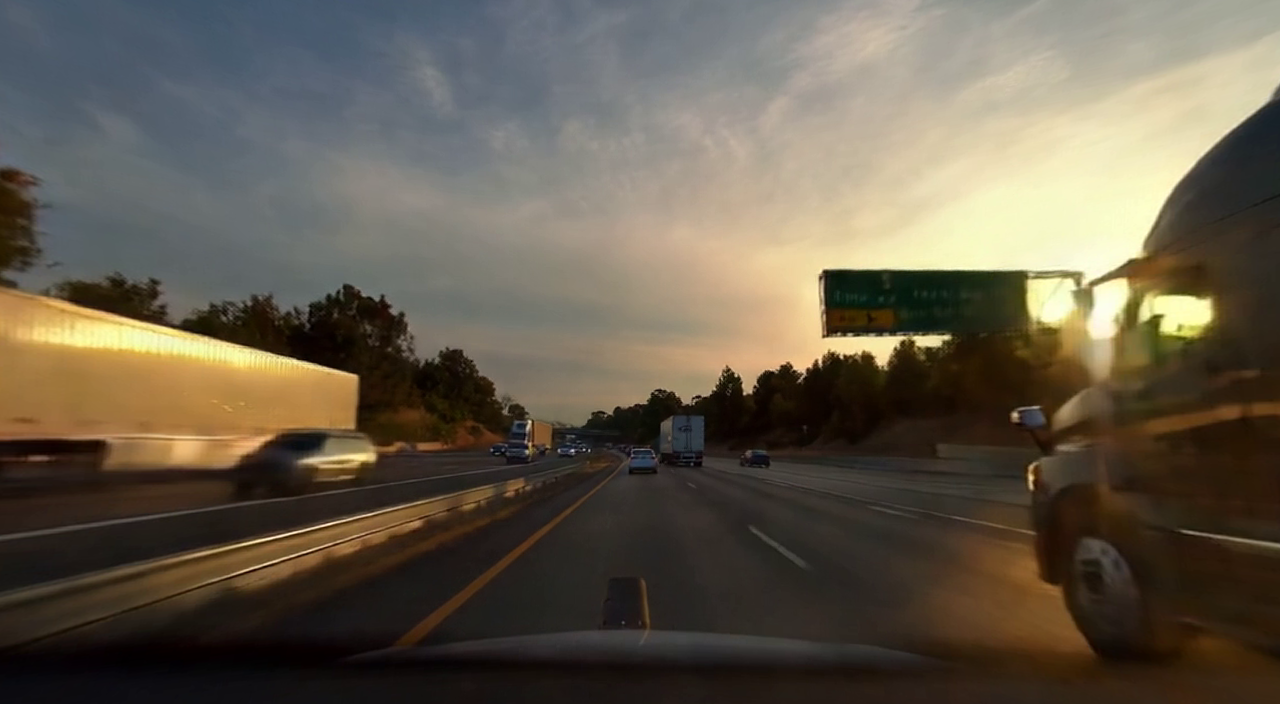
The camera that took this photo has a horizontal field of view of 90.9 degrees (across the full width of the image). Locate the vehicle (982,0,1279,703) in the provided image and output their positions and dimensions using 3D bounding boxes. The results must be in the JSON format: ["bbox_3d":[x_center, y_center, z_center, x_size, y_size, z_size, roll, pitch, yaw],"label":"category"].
[{"bbox_3d":[3.754,-0.007,0.615,2.975,2.936,6.573,0,-9,-1],"label":"vehicle"}]

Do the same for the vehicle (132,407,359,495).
[{"bbox_3d":[-7.984,2.095,13.385,2.003,1.558,4.213,0,-9,1],"label":"vehicle"}]

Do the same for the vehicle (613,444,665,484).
[{"bbox_3d":[-0.047,4.839,27.545,2.111,1.599,3.859,0,-9,0],"label":"vehicle"}]

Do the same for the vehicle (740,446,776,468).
[{"bbox_3d":[9.212,8.215,49.409,1.902,1.652,3.995,0,-9,-2],"label":"vehicle"}]

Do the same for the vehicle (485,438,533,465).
[{"bbox_3d":[-8.027,6.157,39.094,1.948,1.580,4.373,0,-9,1],"label":"vehicle"}]

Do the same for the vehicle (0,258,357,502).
[{"bbox_3d":[-12.094,1.378,16.261,2.911,4.015,14.235,0,-9,0],"label":"vehicle"}]
